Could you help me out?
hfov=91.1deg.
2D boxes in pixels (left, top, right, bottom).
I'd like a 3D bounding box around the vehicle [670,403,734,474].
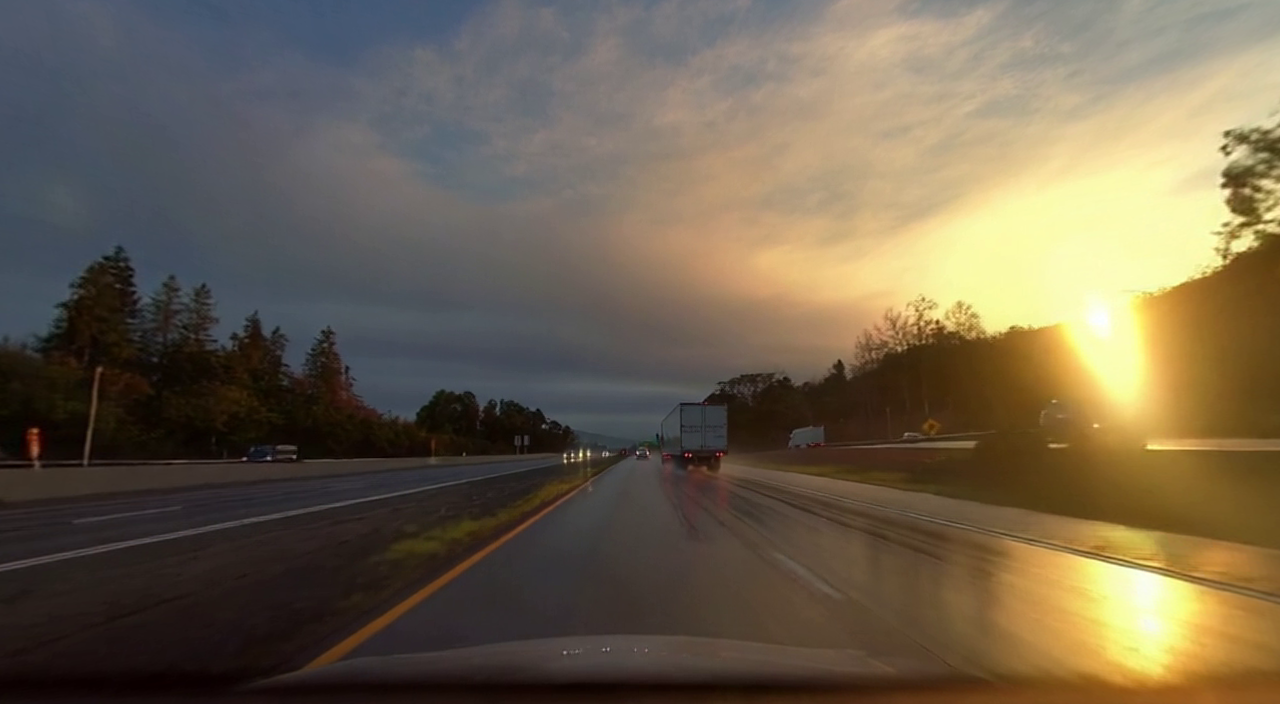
[{"bbox_3d":[3.946,6.092,43.527,3.185,4.154,12.638,0,-9,0],"label":"vehicle"}]
